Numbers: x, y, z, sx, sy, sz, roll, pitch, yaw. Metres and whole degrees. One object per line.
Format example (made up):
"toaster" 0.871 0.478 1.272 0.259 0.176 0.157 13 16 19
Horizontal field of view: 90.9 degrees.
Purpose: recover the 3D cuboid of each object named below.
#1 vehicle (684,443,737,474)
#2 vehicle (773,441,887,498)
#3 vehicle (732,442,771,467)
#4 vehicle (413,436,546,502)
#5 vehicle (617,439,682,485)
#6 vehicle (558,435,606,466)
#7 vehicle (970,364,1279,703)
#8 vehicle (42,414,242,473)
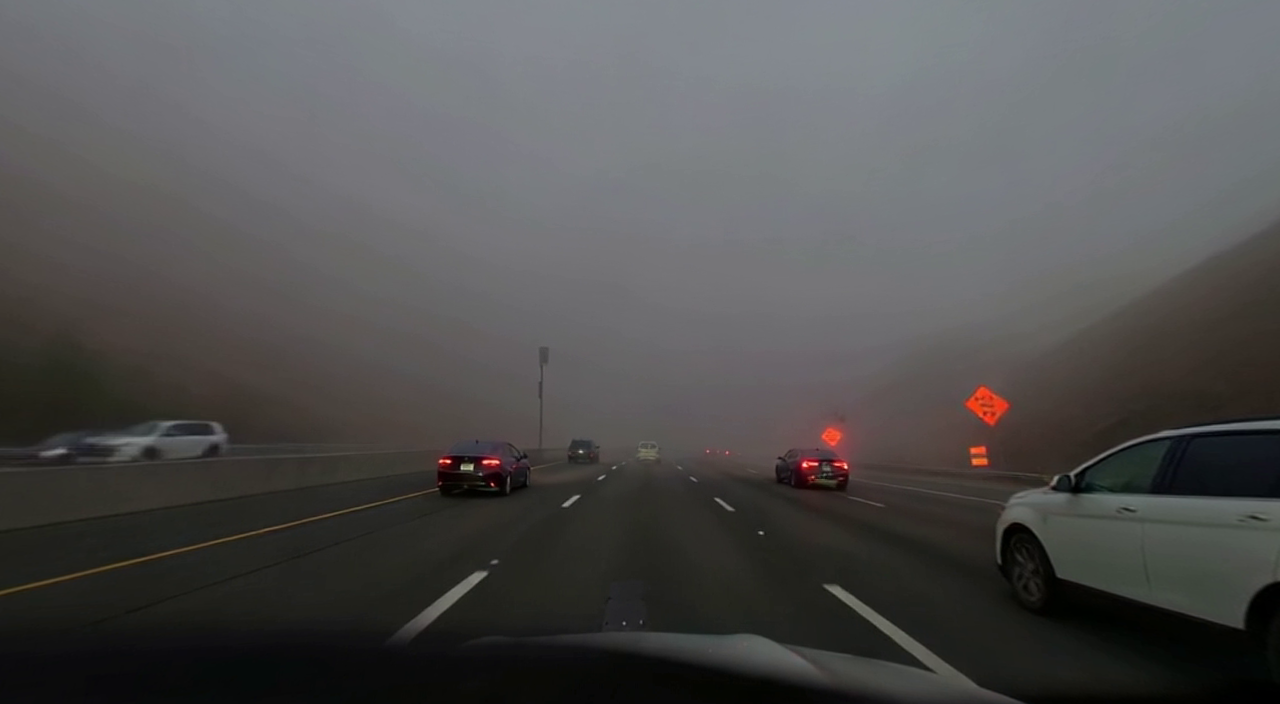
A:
"vehicle" 3.480 5.370 32.118 2.177 1.453 4.205 0 -8 -1
"vehicle" 5.457 3.405 18.713 1.867 1.465 4.093 0 -8 -3
"vehicle" 8.163 7.550 46.650 2.042 1.684 4.609 0 -8 0
"vehicle" -3.855 2.899 16.050 2.232 1.438 4.163 0 -8 1
"vehicle" 0.308 3.948 23.027 2.138 1.473 4.392 0 -8 0
"vehicle" -3.294 5.721 36.727 2.234 1.675 4.527 0 -8 1
"vehicle" 3.836 0.925 2.992 2.018 1.670 4.658 0 -8 0
"vehicle" -15.203 2.872 19.752 2.257 1.591 4.861 0 -8 1
